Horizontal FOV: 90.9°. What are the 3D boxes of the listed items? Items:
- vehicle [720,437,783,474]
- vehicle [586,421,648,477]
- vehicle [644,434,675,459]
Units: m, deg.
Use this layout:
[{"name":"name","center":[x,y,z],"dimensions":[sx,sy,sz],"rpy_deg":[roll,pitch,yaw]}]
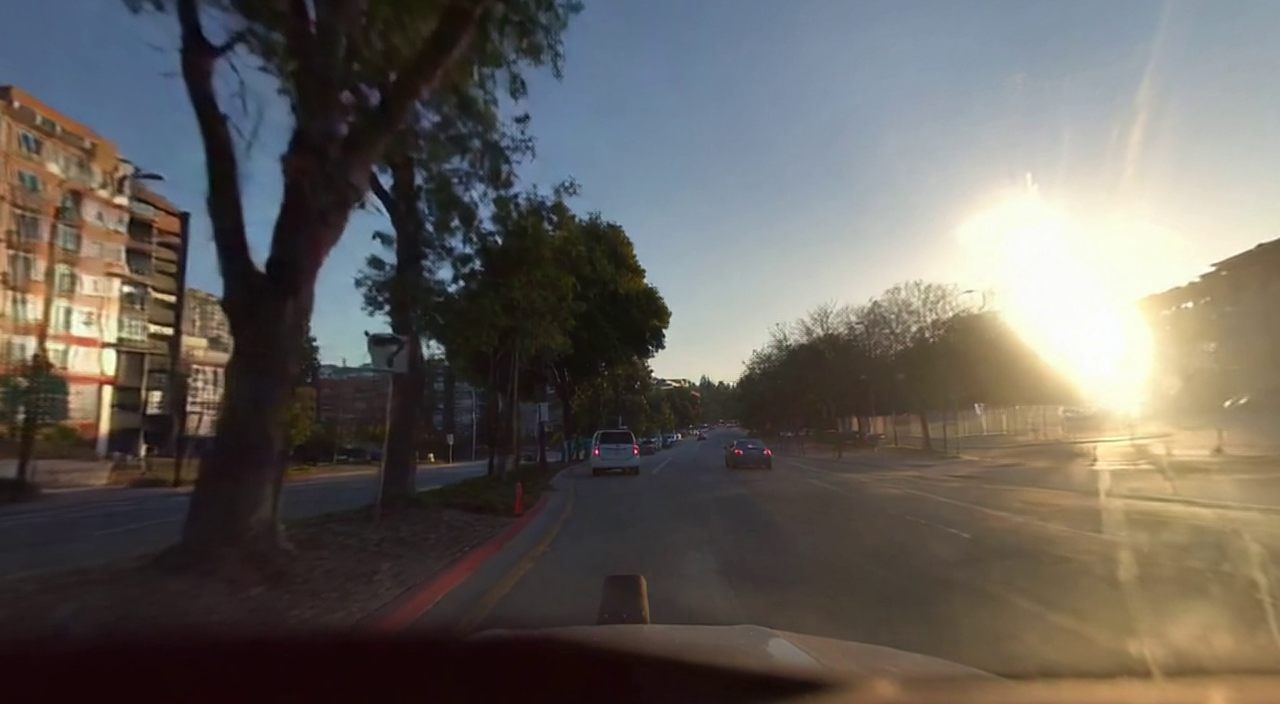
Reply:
[{"name":"vehicle","center":[4.835,4.549,27.997],"dimensions":[2.075,1.486,4.316],"rpy_deg":[0,-8,1]},{"name":"vehicle","center":[-1.013,4.139,26.968],"dimensions":[2.396,2.143,4.824],"rpy_deg":[0,-8,-3]},{"name":"vehicle","center":[1.552,7.286,48.469],"dimensions":[2.222,1.841,4.031],"rpy_deg":[-1,-8,4]}]
